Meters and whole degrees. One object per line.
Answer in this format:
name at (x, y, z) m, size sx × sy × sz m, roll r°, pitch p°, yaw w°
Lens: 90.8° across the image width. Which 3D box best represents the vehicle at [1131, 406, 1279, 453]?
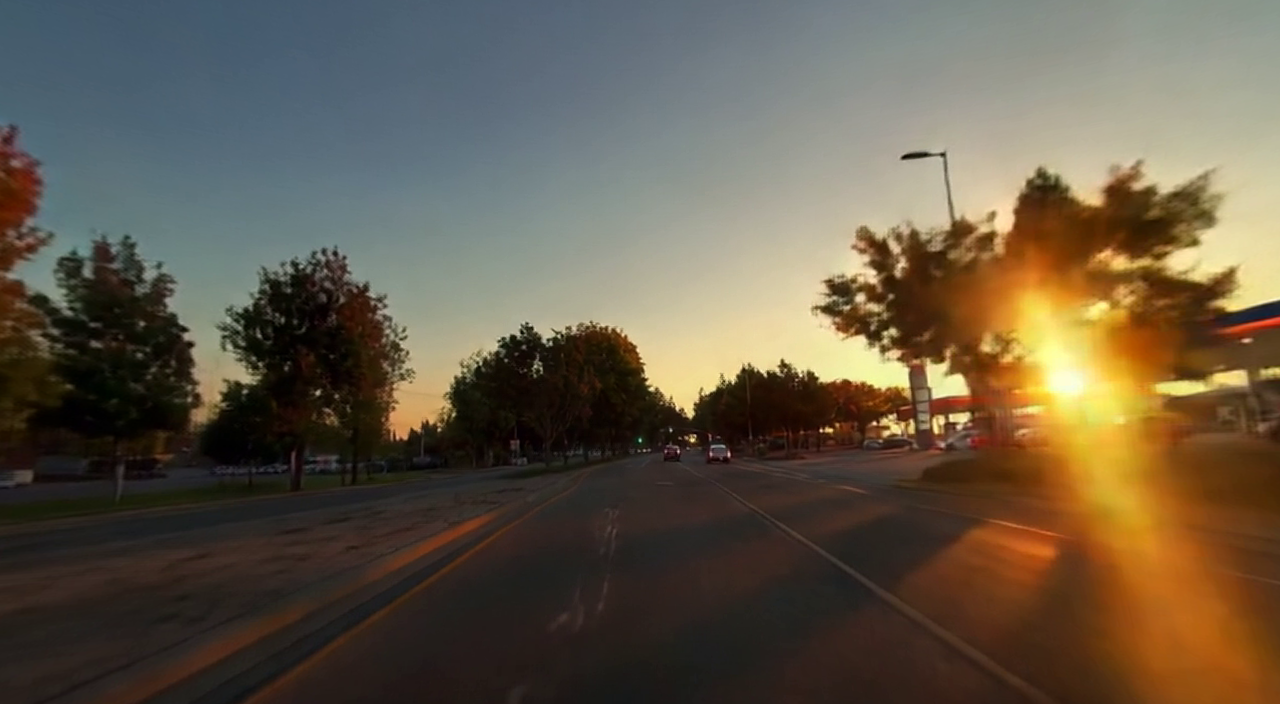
vehicle at (23.163, 3.195, 25.811) m, size 4.479 × 1.453 × 1.899 m, roll -4°, pitch -10°, yaw 1°
